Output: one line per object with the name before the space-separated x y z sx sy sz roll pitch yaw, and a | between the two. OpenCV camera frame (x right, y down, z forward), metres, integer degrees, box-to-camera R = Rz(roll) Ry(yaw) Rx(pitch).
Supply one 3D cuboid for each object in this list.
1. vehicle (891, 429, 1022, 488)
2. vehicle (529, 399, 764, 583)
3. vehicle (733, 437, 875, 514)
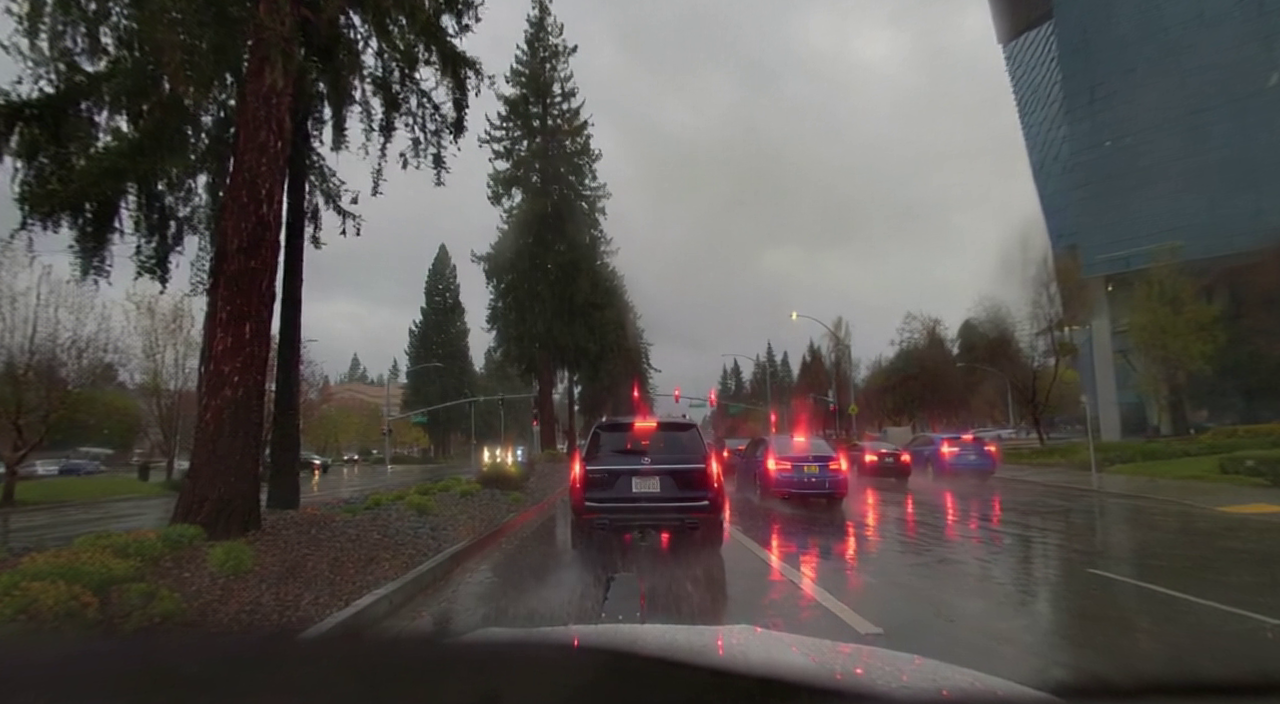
vehicle | 10.862 3.698 22.133 2.123 1.812 4.553 0 -9 -1
vehicle | 0.061 1.660 8.262 2.266 1.762 4.131 0 -9 0
vehicle | 3.495 2.719 14.414 1.997 1.471 4.321 0 -9 -1
